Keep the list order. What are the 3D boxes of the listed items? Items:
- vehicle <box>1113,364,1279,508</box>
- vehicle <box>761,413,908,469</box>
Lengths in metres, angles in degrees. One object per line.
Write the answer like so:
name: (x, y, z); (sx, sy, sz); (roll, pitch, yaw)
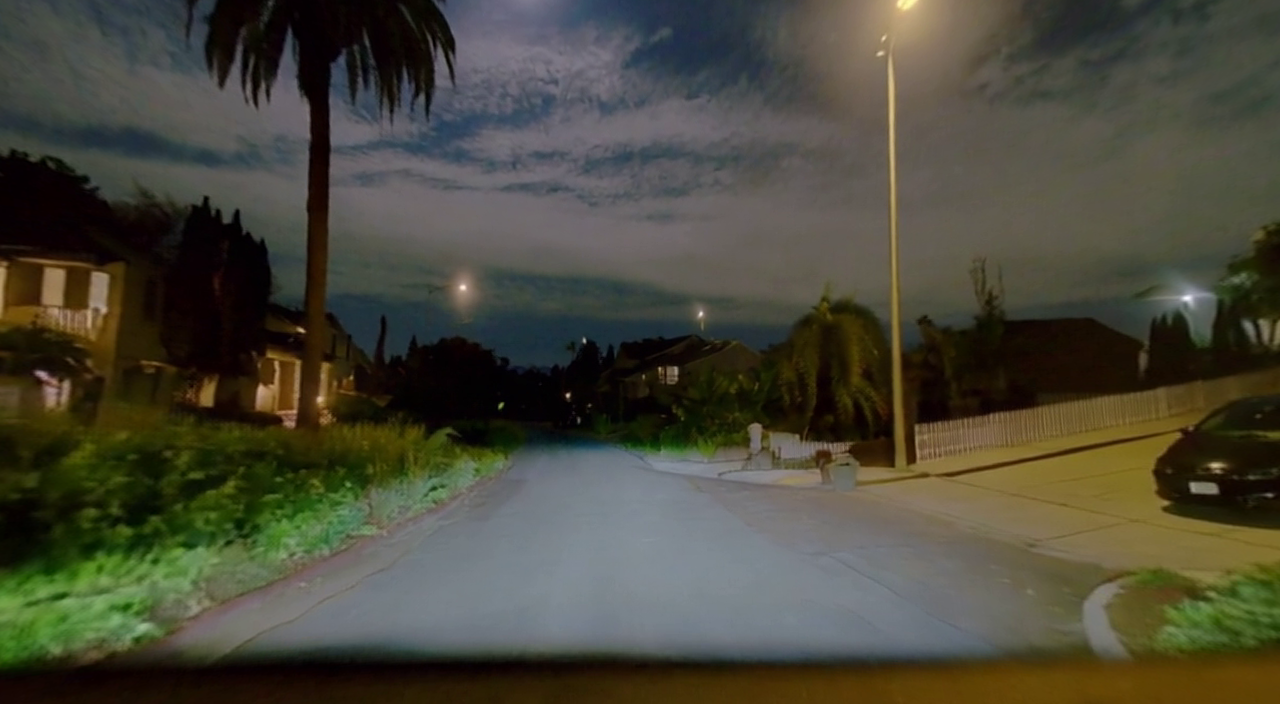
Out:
vehicle: (10.617, 1.430, 10.187); (4.443, 1.948, 2.230); (2, -13, -16)
vehicle: (7.856, 3.656, 25.426); (5.663, 1.913, 2.170); (6, -11, -25)
